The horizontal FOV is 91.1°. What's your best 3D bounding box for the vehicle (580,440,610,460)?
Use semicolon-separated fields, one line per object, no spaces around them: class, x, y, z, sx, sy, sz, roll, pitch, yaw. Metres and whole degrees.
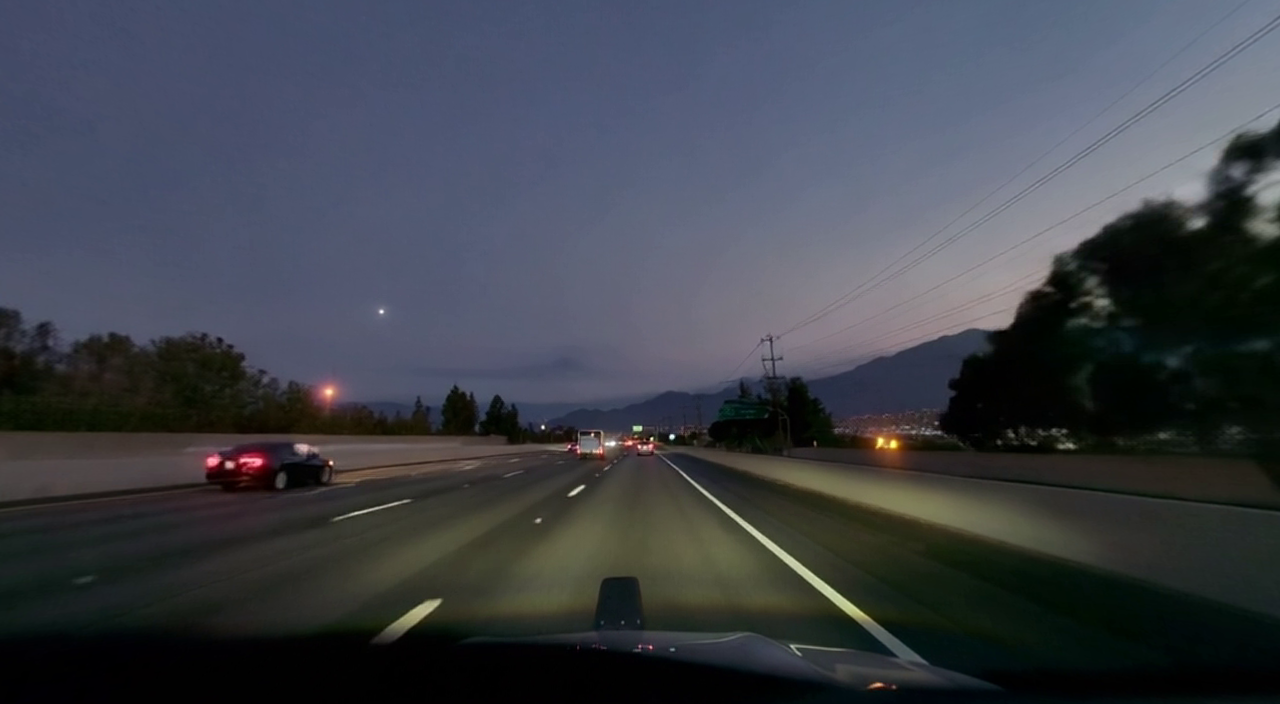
vehicle;-3.517;7.660;49.327;2.046;1.478;4.111;0;-8;0

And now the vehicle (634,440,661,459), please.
vehicle;0.574;7.751;49.974;2.057;1.453;3.926;0;-8;0

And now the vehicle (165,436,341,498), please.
vehicle;-10.666;3.176;17.842;1.955;1.496;4.732;0;-8;1
